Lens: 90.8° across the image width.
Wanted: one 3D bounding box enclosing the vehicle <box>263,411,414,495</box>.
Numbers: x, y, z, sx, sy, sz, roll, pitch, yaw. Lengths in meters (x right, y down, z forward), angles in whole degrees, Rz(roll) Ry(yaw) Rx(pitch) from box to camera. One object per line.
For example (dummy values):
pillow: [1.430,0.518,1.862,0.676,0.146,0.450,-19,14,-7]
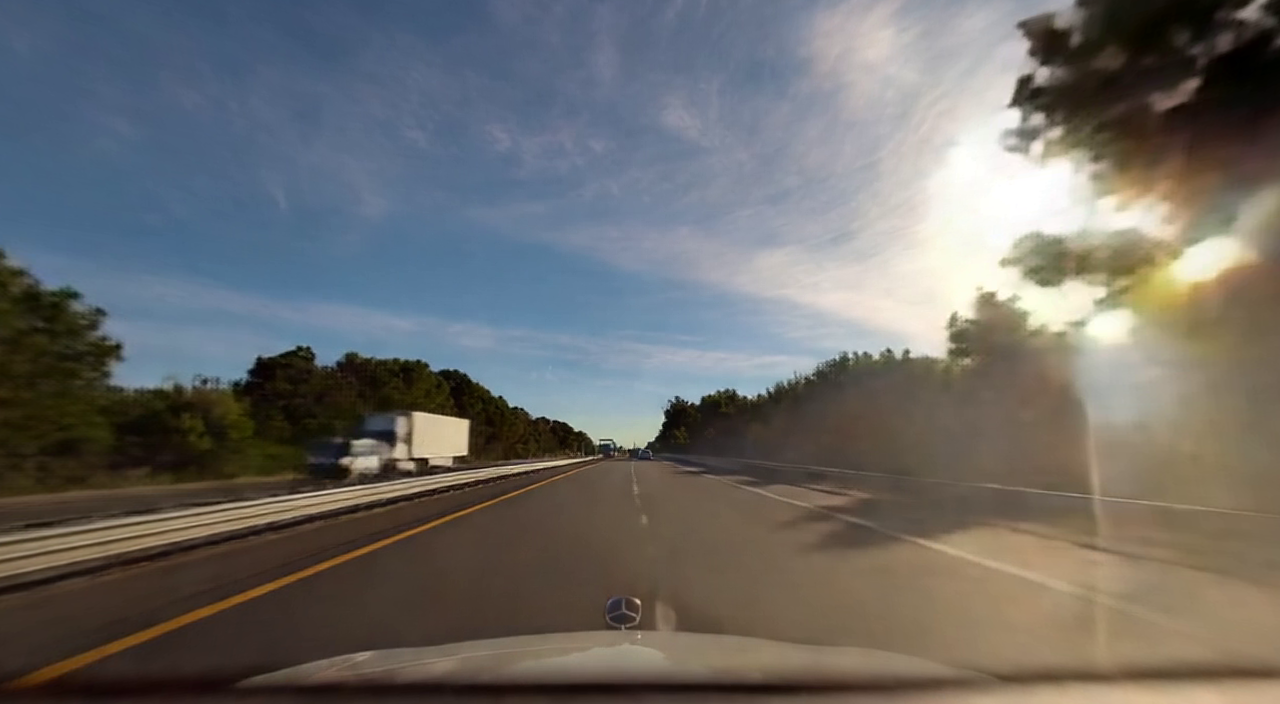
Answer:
vehicle: [-10.983,3.799,23.839,2.597,2.717,6.297,0,-9,-1]
